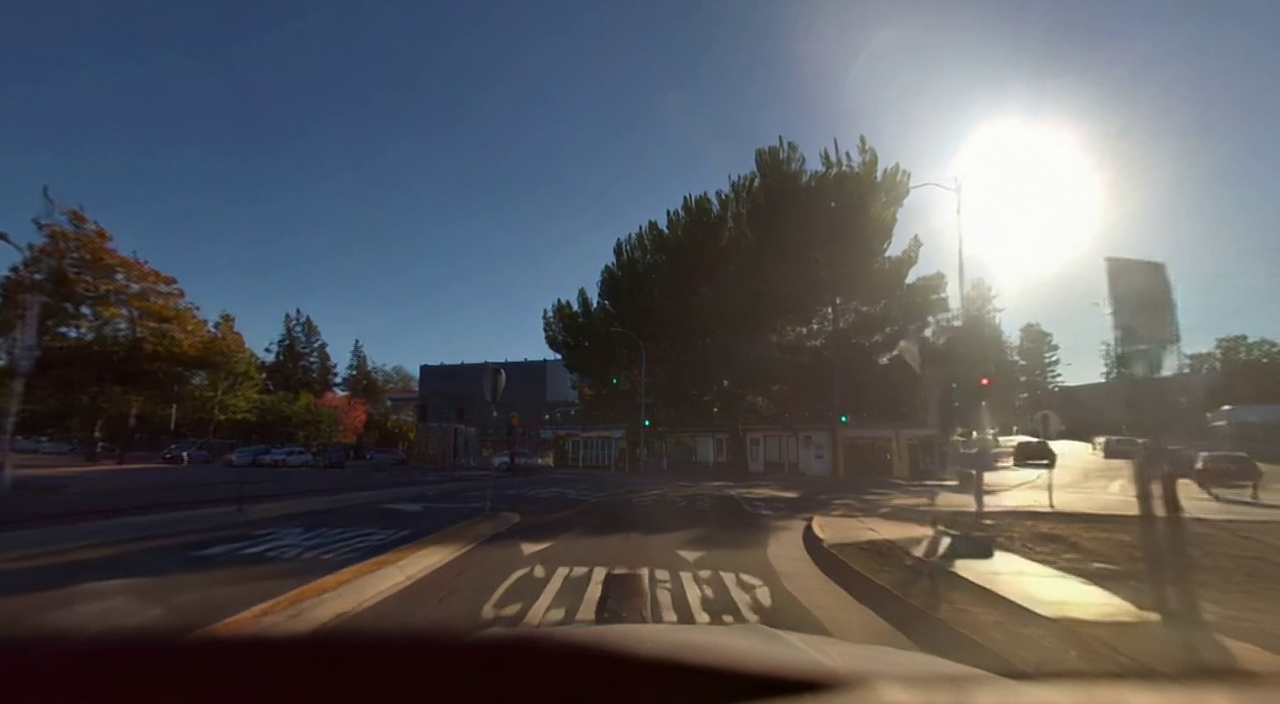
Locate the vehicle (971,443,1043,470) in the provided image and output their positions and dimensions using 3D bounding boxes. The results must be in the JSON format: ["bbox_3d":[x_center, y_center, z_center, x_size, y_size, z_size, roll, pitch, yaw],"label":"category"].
[{"bbox_3d":[27.818,7.903,47.570,4.474,1.956,2.263,-6,-11,31],"label":"vehicle"}]

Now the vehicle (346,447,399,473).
[{"bbox_3d":[-15.375,6.199,36.278,1.789,1.399,4.236,1,-9,-9],"label":"vehicle"}]

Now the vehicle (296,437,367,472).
[{"bbox_3d":[-18.413,6.133,37.772,2.337,1.934,4.843,1,-9,-8],"label":"vehicle"}]

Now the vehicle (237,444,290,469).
[{"bbox_3d":[-24.735,6.870,41.375,1.771,1.510,3.545,1,-9,-10],"label":"vehicle"}]
